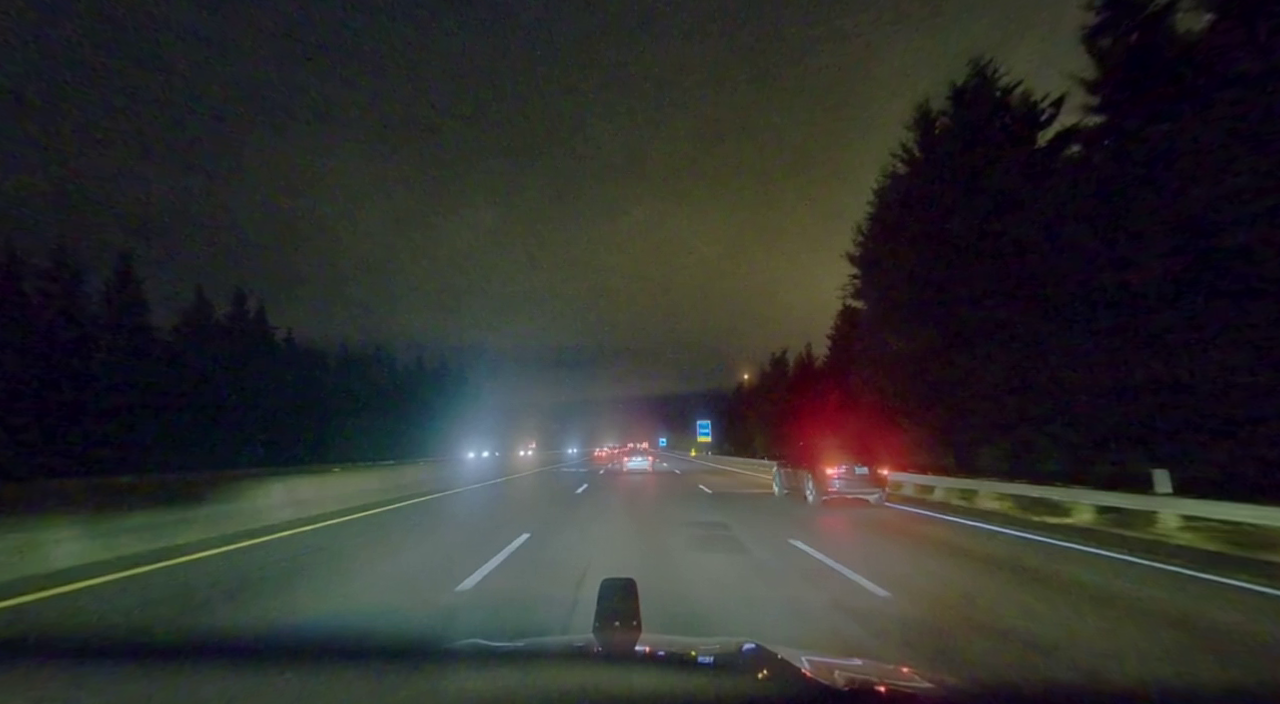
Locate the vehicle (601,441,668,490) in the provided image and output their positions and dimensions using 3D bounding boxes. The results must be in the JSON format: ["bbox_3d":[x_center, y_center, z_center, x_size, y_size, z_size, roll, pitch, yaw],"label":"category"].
[{"bbox_3d":[-0.207,3.850,21.466,2.066,1.490,3.759,0,-9,-1],"label":"vehicle"}]
